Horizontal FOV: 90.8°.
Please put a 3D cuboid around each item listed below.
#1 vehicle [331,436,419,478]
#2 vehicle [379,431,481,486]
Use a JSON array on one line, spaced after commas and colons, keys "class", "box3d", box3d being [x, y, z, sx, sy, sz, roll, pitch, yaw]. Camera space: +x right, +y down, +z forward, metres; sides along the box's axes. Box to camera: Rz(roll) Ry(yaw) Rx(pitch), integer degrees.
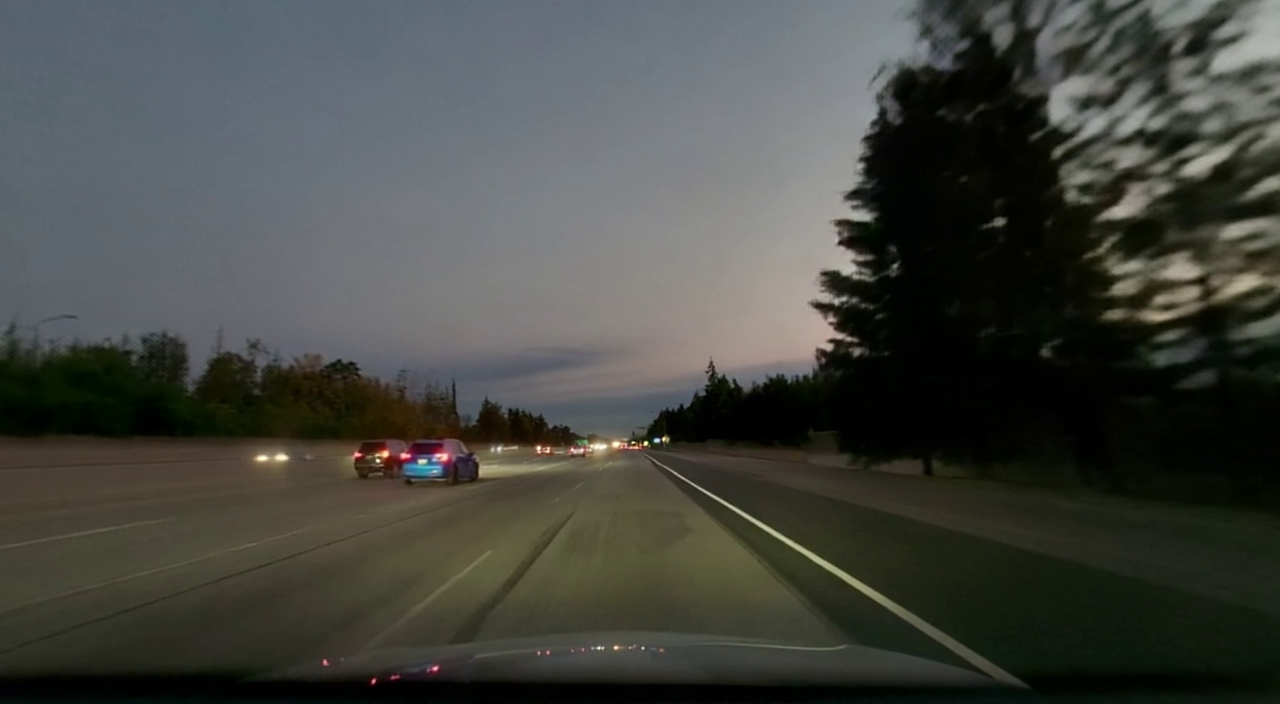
[{"class": "vehicle", "box3d": [-11.639, 4.638, 28.124, 2.016, 1.711, 4.365, 0, -9, -1]}, {"class": "vehicle", "box3d": [-7.389, 3.811, 22.817, 2.146, 1.766, 4.502, 0, -9, -1]}]
